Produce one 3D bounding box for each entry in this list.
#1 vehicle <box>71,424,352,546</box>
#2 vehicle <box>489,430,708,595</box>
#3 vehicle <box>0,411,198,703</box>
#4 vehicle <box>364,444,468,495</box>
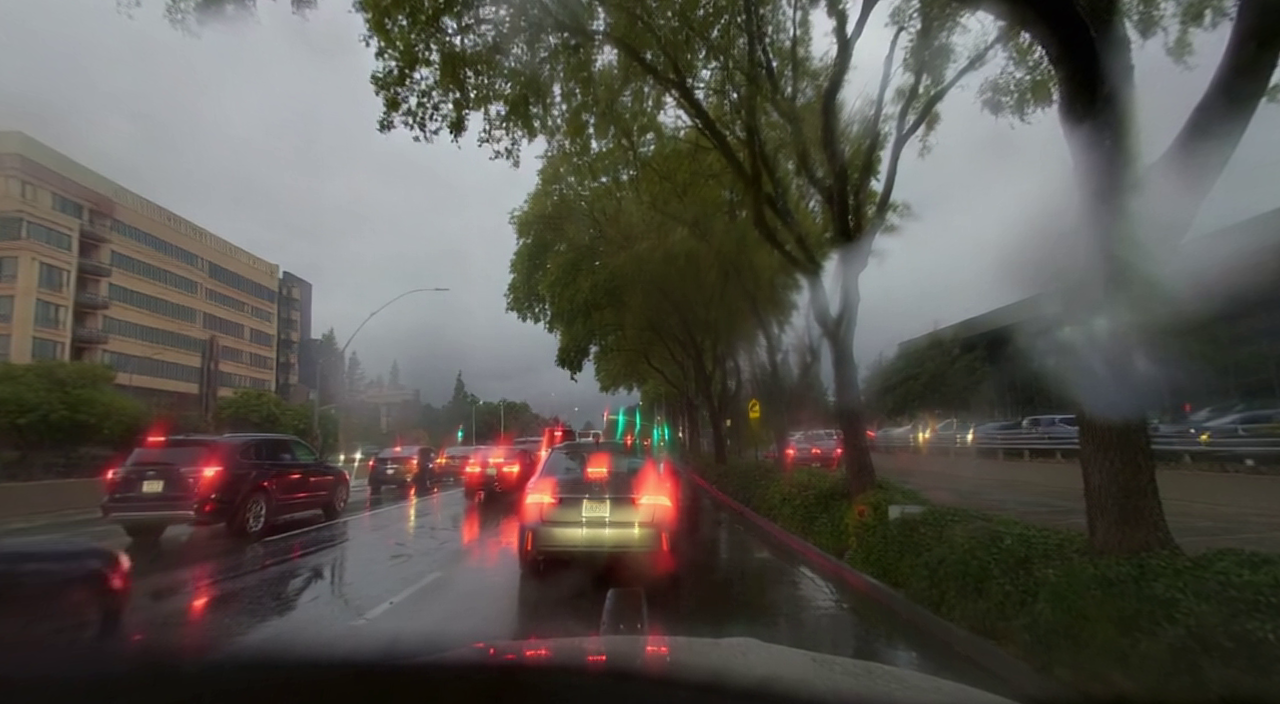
[{"bbox_3d":[-7.314,2.284,11.508,2.068,1.784,4.224,0,-9,1],"label":"vehicle"},{"bbox_3d":[-0.398,1.817,8.024,2.066,1.544,3.954,0,-9,0],"label":"vehicle"},{"bbox_3d":[-4.018,0.893,1.976,1.913,1.521,4.539,0,-9,1],"label":"vehicle"},{"bbox_3d":[-7.366,3.884,21.273,1.851,1.532,4.279,0,-9,1],"label":"vehicle"}]
